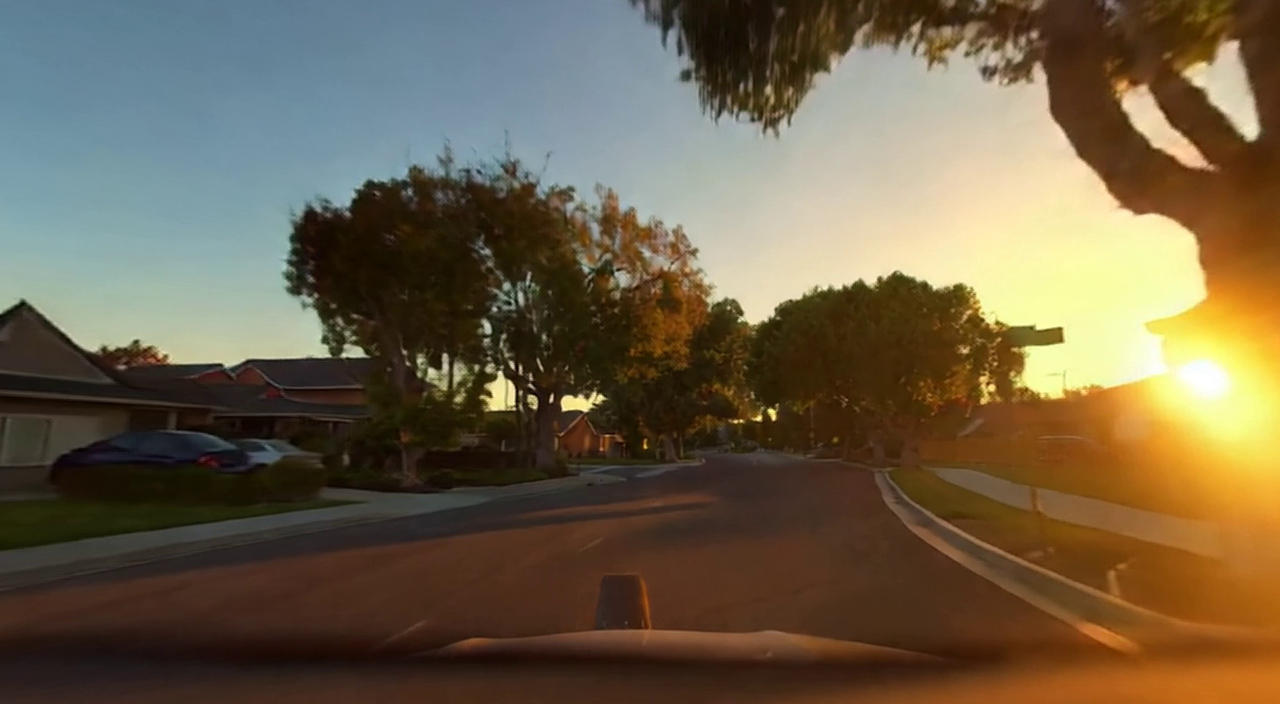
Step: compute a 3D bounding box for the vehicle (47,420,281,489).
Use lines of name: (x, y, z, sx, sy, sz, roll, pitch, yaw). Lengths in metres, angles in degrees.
vehicle: (-12.653, 2.833, 17.191, 4.485, 1.663, 2.111, 4, -10, -17)
